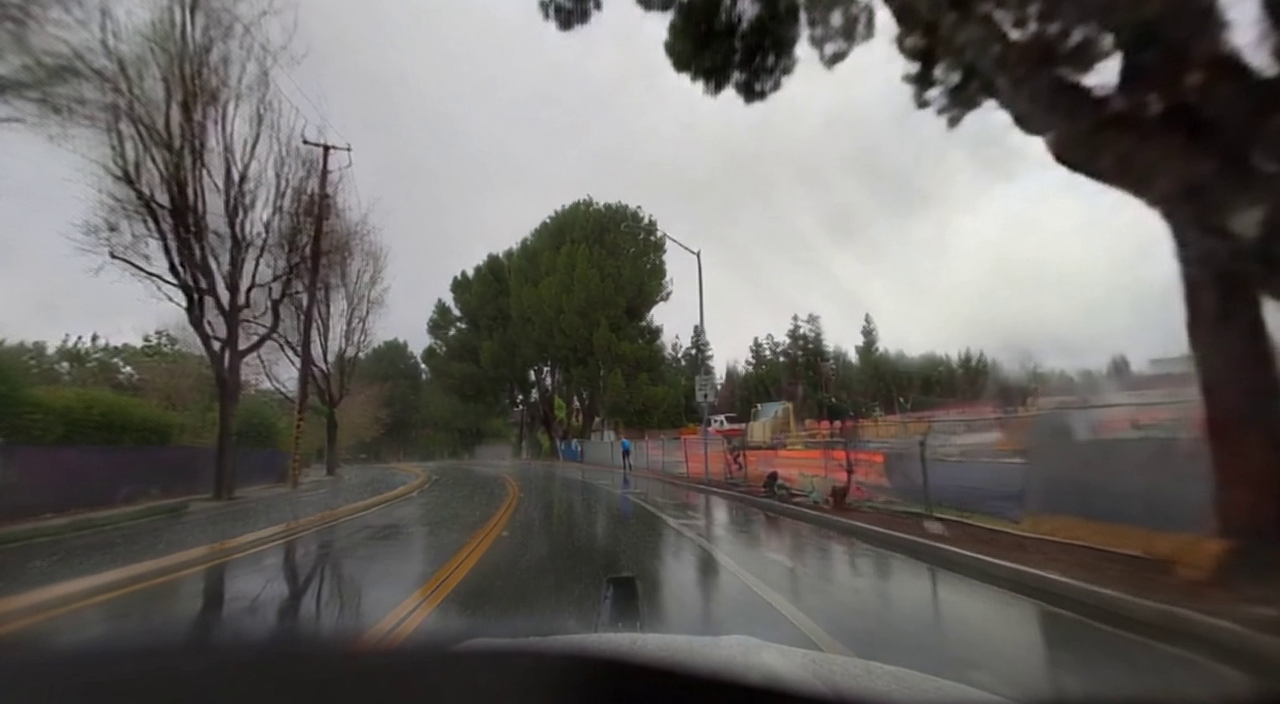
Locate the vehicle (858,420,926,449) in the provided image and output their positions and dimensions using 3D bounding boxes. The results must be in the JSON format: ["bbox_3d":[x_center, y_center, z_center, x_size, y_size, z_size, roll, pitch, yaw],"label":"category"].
[{"bbox_3d":[16.902,5.536,42.290,4.663,1.791,2.050,6,-10,-38],"label":"vehicle"}]

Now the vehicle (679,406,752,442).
[{"bbox_3d":[4.880,4.648,40.654,4.180,1.880,2.028,10,-10,-30],"label":"vehicle"}]

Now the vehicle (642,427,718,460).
[{"bbox_3d":[2.934,6.592,45.677,5.021,1.930,2.119,-1,-8,-33],"label":"vehicle"}]

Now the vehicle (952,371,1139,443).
[{"bbox_3d":[9.269,1.372,14.834,1.635,1.445,3.563,0,-9,-9],"label":"vehicle"}]

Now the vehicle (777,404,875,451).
[{"bbox_3d":[7.554,3.110,25.795,3.451,1.504,1.652,6,-12,-7],"label":"vehicle"}]

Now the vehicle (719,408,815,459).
[{"bbox_3d":[5.699,3.714,28.401,3.674,1.559,1.775,12,-13,-11],"label":"vehicle"}]
